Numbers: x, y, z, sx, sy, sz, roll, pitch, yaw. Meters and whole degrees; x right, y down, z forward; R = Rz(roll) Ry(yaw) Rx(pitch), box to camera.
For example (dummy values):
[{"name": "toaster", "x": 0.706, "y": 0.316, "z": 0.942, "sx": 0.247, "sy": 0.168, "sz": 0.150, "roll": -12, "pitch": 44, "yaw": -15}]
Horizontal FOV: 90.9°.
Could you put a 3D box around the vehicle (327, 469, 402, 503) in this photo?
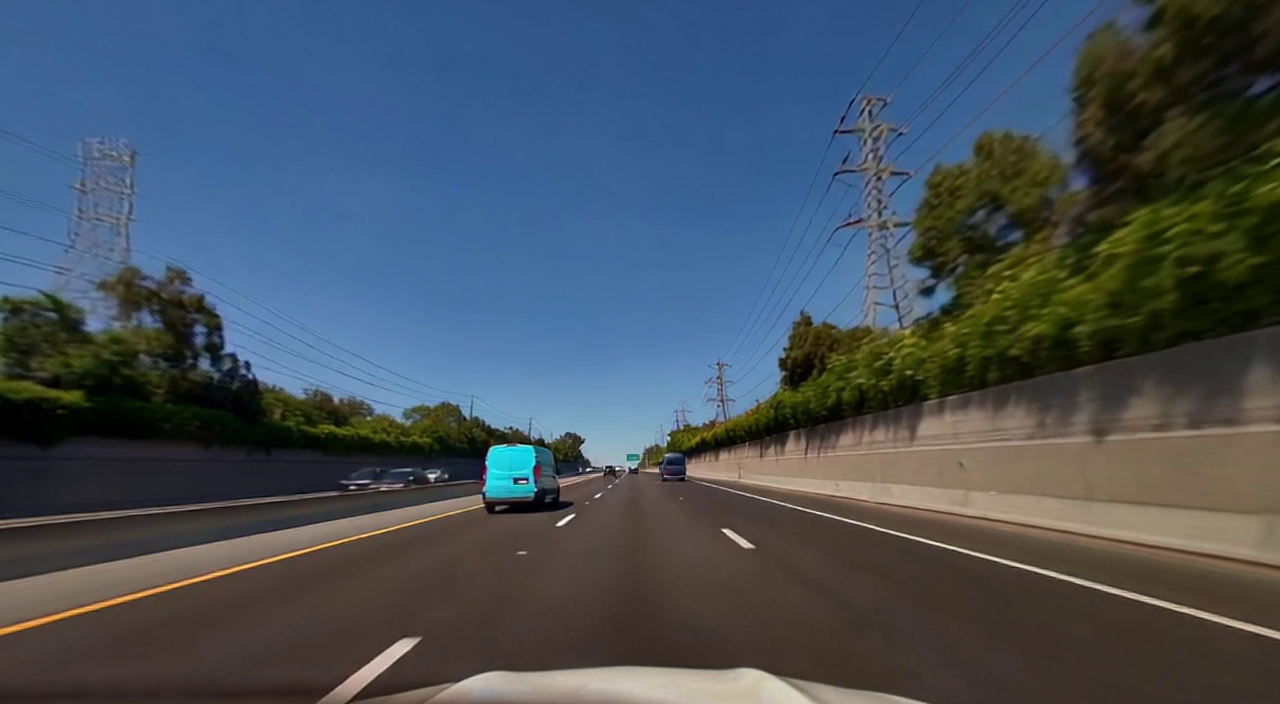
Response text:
[{"name": "vehicle", "x": -13.600, "y": 6.626, "z": 31.359, "sx": 1.847, "sy": 1.490, "sz": 4.151, "roll": 1, "pitch": -11, "yaw": -1}]

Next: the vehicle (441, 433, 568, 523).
[{"name": "vehicle", "x": -3.369, "y": 3.313, "z": 16.798, "sx": 2.324, "sy": 2.008, "sz": 4.654, "roll": 1, "pitch": -11, "yaw": 0}]
